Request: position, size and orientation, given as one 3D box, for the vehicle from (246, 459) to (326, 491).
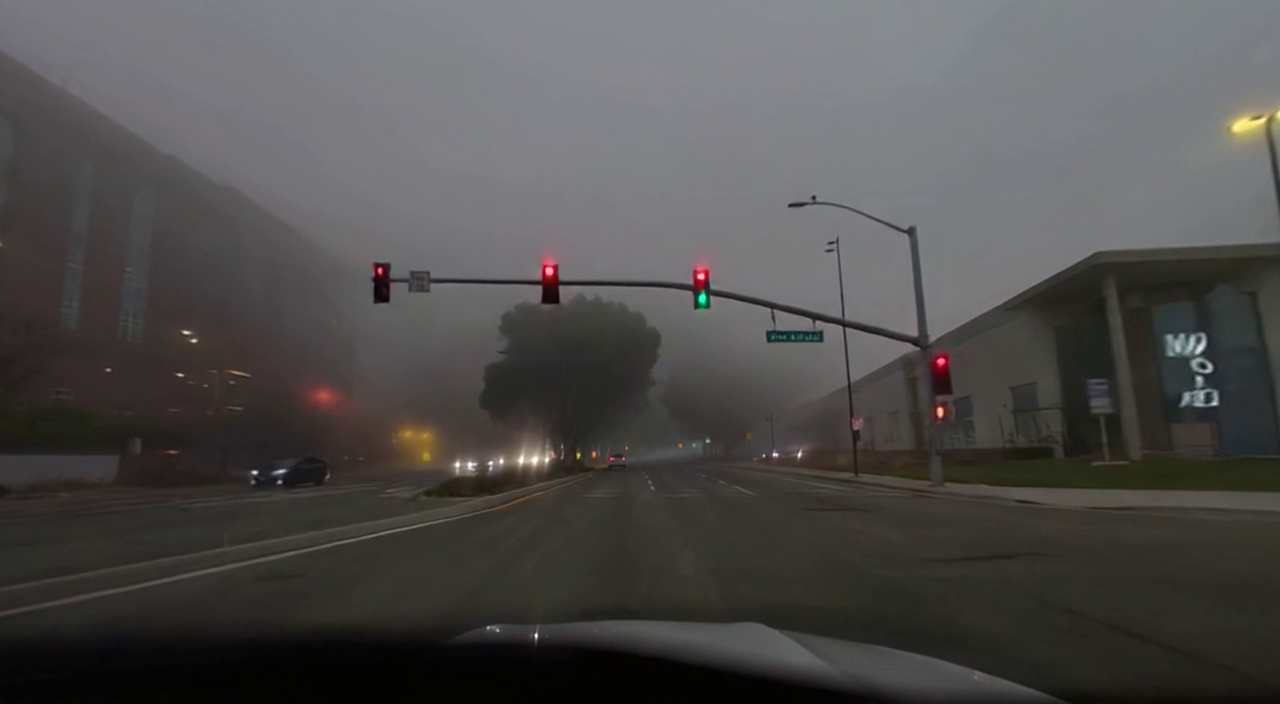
[{"bbox_3d":[-19.372,6.724,34.811,1.851,1.502,4.398,-1,-9,0],"label":"vehicle"}]
